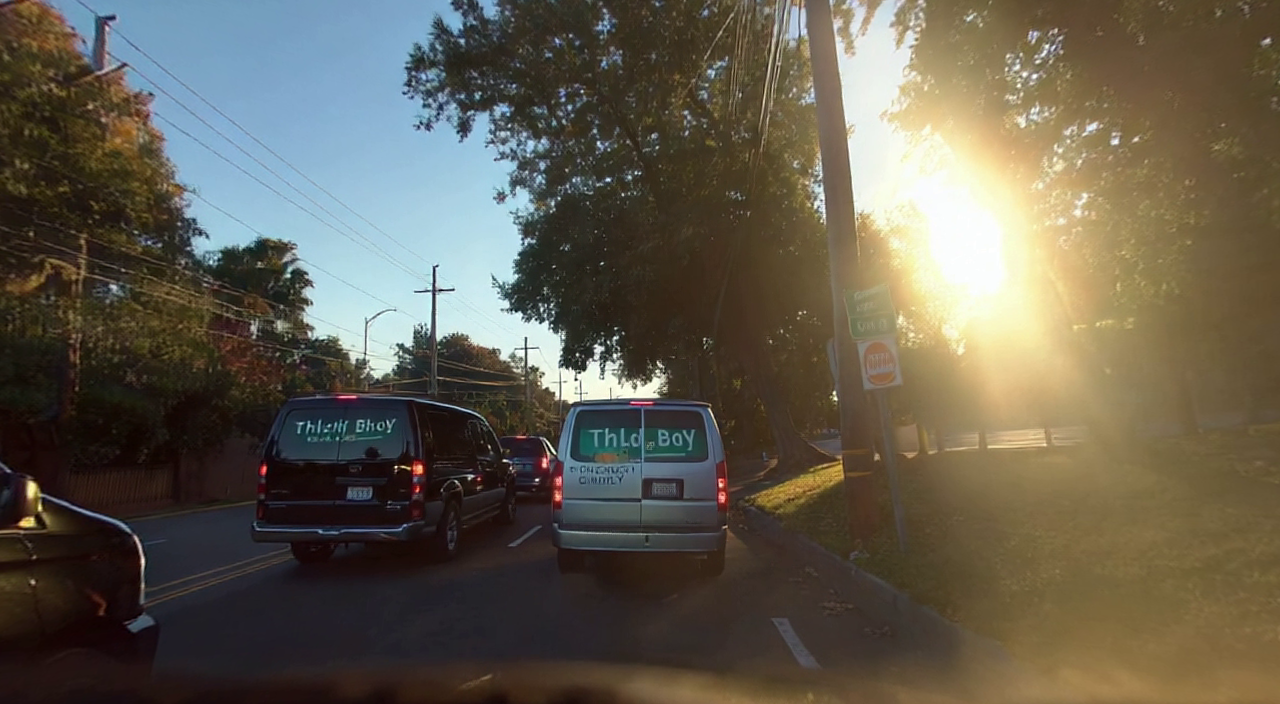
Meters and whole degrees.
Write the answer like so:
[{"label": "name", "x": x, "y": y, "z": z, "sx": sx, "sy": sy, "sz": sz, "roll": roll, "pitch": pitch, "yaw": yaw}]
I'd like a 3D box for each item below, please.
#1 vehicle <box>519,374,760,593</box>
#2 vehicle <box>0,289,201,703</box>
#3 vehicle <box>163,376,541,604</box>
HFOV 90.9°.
[{"label": "vehicle", "x": 0.108, "y": 1.458, "z": 7.691, "sx": 2.117, "sy": 1.911, "sz": 4.095, "roll": -1, "pitch": -8, "yaw": 3}, {"label": "vehicle", "x": -3.100, "y": 0.464, "z": 0.241, "sx": 2.160, "sy": 1.796, "sz": 4.997, "roll": 0, "pitch": -8, "yaw": 1}, {"label": "vehicle", "x": -2.757, "y": 1.480, "z": 7.619, "sx": 2.109, "sy": 1.851, "sz": 4.749, "roll": -1, "pitch": -8, "yaw": 3}]
